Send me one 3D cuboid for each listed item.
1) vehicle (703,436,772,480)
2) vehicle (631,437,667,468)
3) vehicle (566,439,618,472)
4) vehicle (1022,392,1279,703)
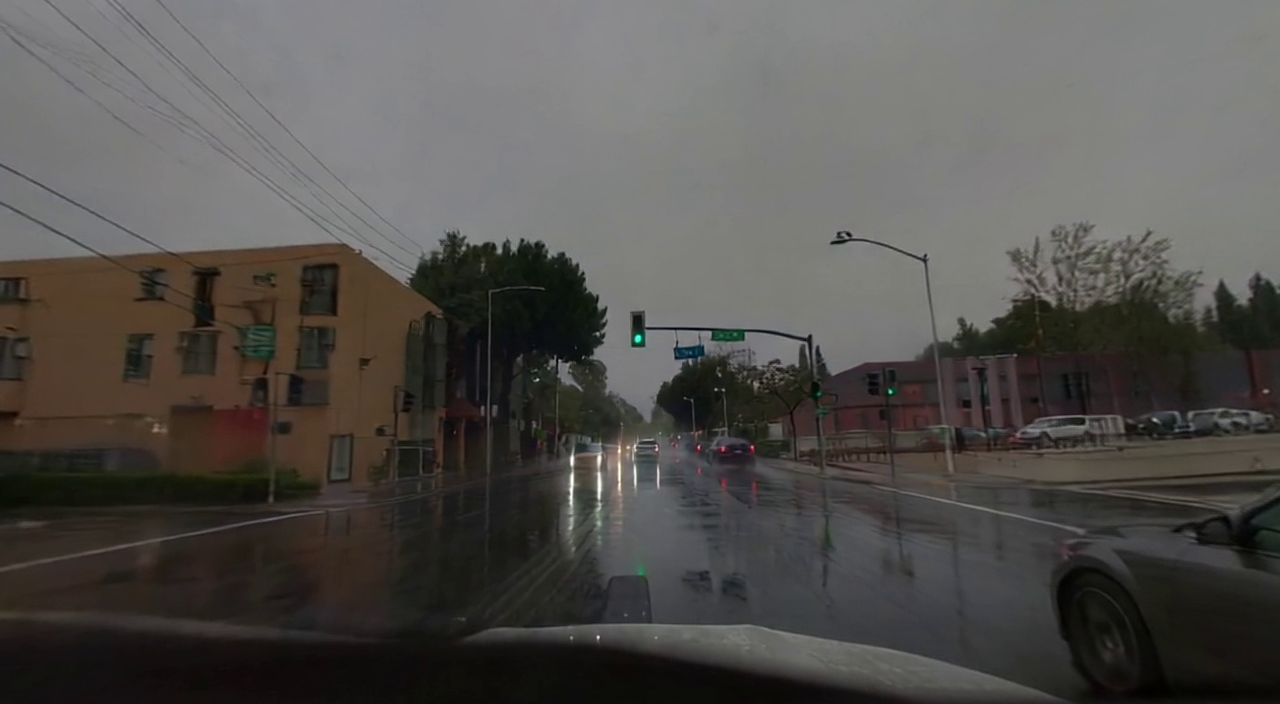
[{"bbox_3d":[3.745,4.156,25.051,2.035,1.564,4.719,0,-9,1],"label":"vehicle"},{"bbox_3d":[0.543,6.256,39.381,2.118,1.813,4.326,0,-9,0],"label":"vehicle"},{"bbox_3d":[-2.874,6.339,38.936,2.666,1.885,5.029,0,-9,1],"label":"vehicle"},{"bbox_3d":[3.238,0.731,1.172,2.072,1.471,4.834,0,-9,1],"label":"vehicle"}]
